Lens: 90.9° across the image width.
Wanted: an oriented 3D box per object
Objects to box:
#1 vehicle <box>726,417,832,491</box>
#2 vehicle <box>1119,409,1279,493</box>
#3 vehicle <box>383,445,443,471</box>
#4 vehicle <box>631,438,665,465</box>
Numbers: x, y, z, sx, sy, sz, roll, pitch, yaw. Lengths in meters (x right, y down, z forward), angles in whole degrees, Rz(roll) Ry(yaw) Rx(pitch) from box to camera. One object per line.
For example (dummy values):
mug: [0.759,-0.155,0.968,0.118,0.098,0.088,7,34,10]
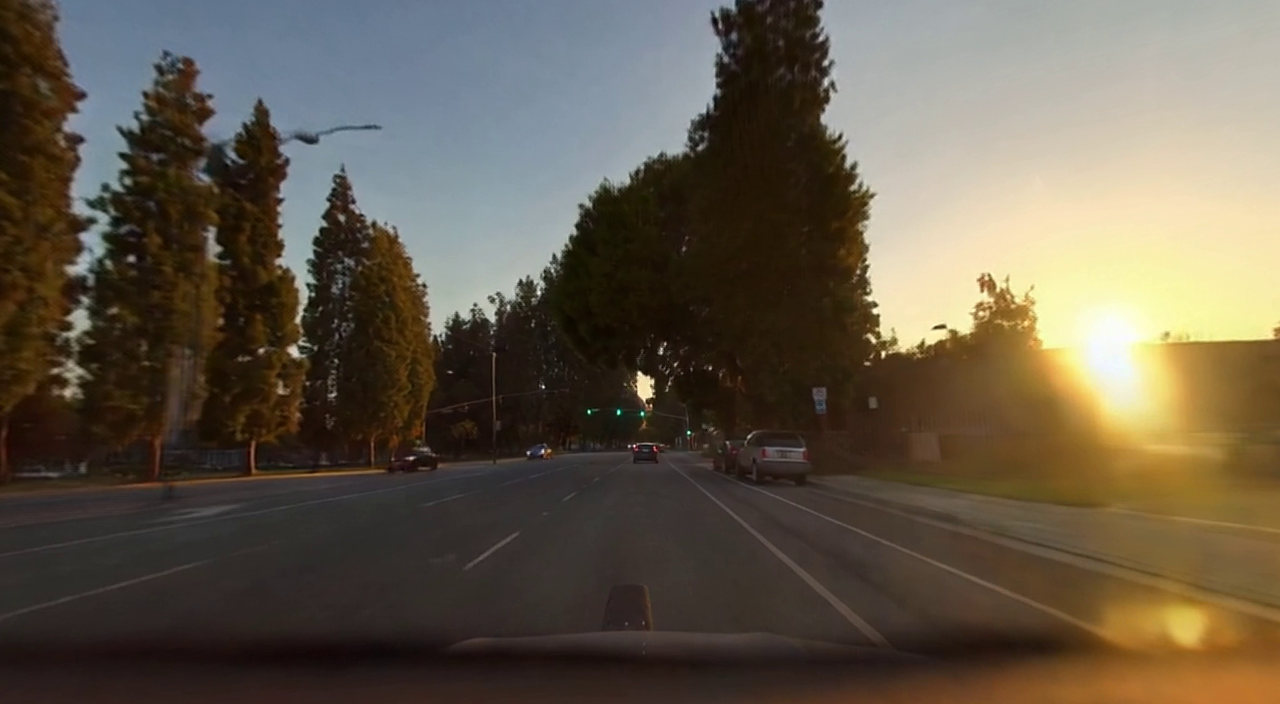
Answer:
vehicle: [4.424,3.406,21.364,2.162,2.080,6.515,0,-8,1]
vehicle: [14.363,2.332,14.975,2.069,1.747,4.822,0,-8,-1]
vehicle: [-14.013,6.555,39.236,1.960,1.487,4.632,-1,-8,1]
vehicle: [0.559,6.770,42.996,2.169,1.751,4.276,-1,-8,1]
